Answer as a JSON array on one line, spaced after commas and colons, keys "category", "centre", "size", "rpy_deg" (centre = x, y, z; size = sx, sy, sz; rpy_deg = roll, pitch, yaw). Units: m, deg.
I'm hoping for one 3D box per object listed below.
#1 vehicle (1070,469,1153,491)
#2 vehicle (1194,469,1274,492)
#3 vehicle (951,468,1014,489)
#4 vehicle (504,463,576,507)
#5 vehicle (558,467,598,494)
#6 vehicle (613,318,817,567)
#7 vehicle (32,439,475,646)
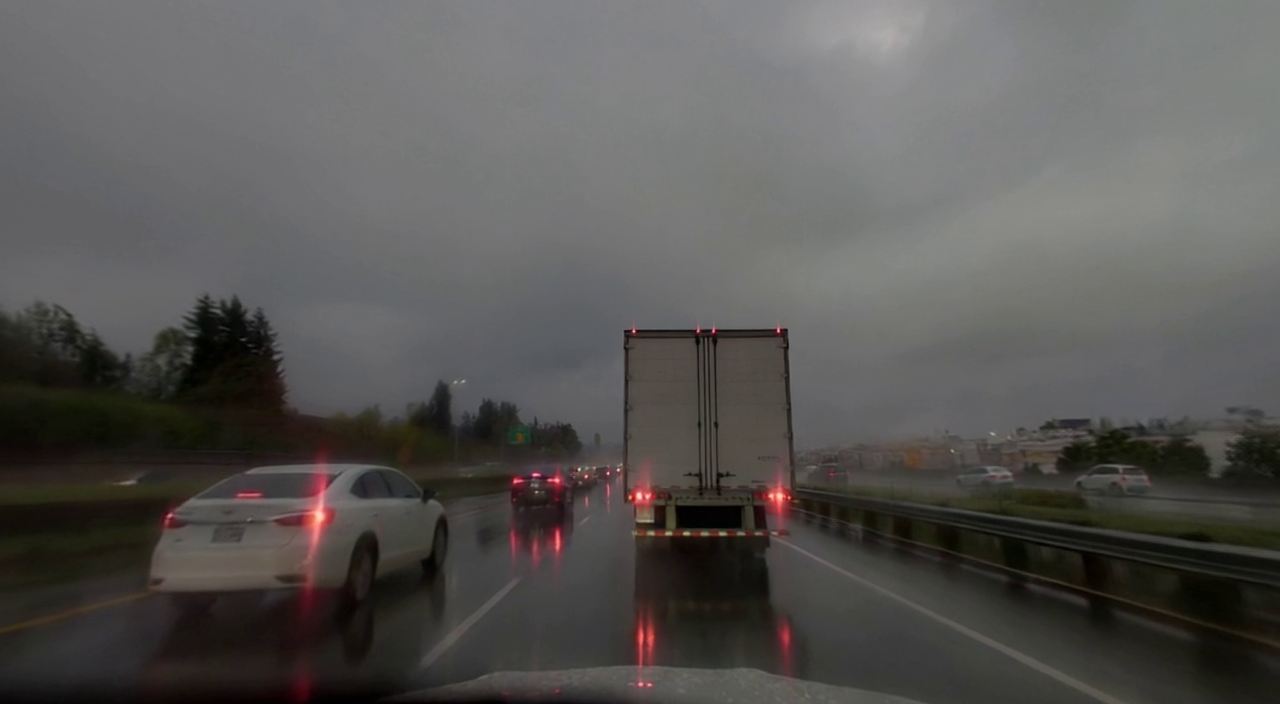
[{"category": "vehicle", "centre": [33.674, 9.167, 45.064], "size": [4.299, 1.465, 1.807], "rpy_deg": [-1, -11, 9]}, {"category": "vehicle", "centre": [42.188, 9.120, 44.756], "size": [3.974, 1.485, 1.709], "rpy_deg": [1, -11, -3]}, {"category": "vehicle", "centre": [26.404, 9.767, 48.712], "size": [4.107, 1.485, 1.796], "rpy_deg": [-4, -11, 23]}, {"category": "vehicle", "centre": [-3.712, 5.056, 24.160], "size": [1.964, 1.482, 4.371], "rpy_deg": [0, -11, 1]}, {"category": "vehicle", "centre": [-3.470, 7.333, 36.016], "size": [1.867, 1.418, 3.670], "rpy_deg": [0, -11, 1]}, {"category": "vehicle", "centre": [1.011, 2.039, 13.338], "size": [2.831, 3.529, 8.689], "rpy_deg": [1, -11, -1]}, {"category": "vehicle", "centre": [-3.518, 1.865, 7.128], "size": [1.983, 1.509, 4.679], "rpy_deg": [1, -11, 1]}]
